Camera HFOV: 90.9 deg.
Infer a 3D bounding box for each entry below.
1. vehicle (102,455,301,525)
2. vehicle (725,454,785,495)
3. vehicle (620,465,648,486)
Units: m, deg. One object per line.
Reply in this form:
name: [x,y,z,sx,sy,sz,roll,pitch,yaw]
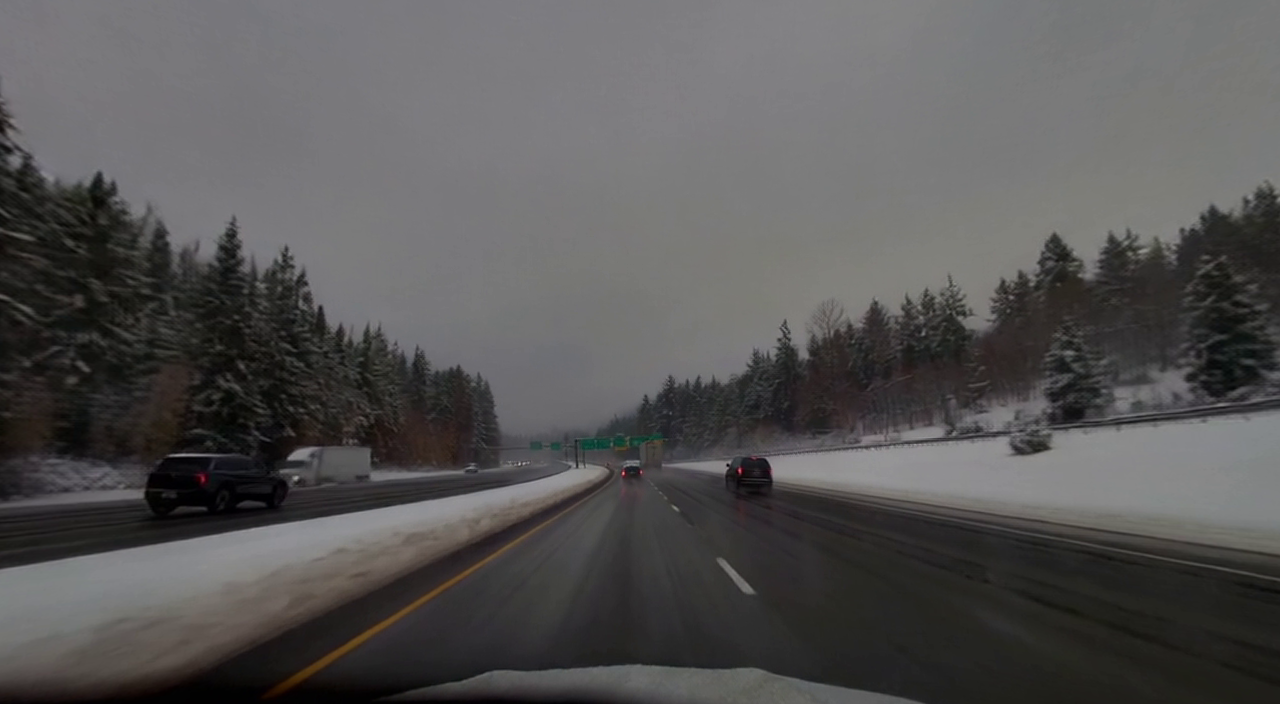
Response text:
vehicle: [-11.805,3.751,17.516,1.952,1.618,4.859,1,-10,1]
vehicle: [5.538,5.965,30.870,1.998,1.776,4.663,1,-10,-1]
vehicle: [-0.438,9.244,47.245,1.987,1.467,3.903,1,-10,-1]
